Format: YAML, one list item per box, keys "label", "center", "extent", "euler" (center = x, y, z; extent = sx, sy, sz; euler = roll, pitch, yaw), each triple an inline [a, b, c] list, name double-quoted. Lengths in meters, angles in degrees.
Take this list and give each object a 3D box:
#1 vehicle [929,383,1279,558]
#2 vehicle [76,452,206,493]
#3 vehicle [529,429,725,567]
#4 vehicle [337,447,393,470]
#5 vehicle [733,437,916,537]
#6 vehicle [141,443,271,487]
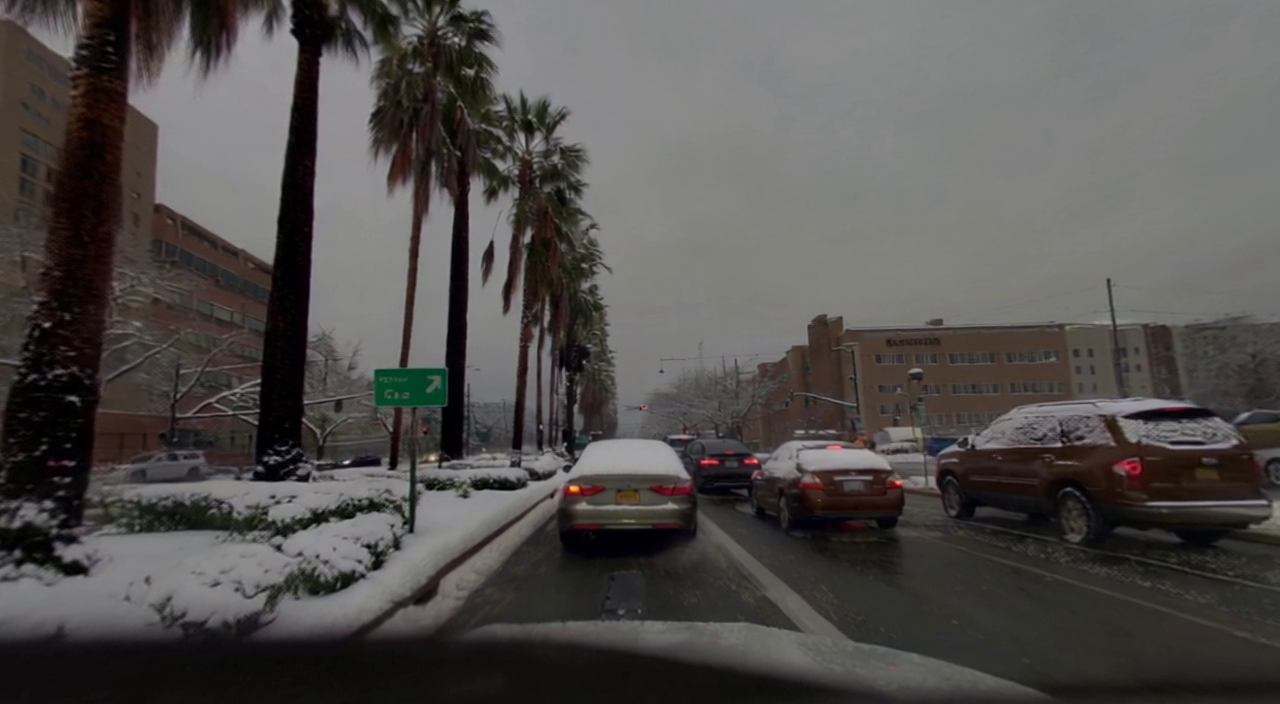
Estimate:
- label: "vehicle"
  center: [7.191, 1.812, 10.354]
  extent: [2.254, 2.072, 5.577]
  euler: [0, -8, 0]
- label: "vehicle"
  center: [-24.008, 5.767, 30.745]
  extent: [2.055, 1.759, 5.200]
  euler: [0, -8, 0]
- label: "vehicle"
  center: [-0.164, 1.913, 9.027]
  extent: [2.158, 1.498, 3.919]
  euler: [0, -8, -1]
- label: "vehicle"
  center: [-20.779, 8.024, 48.009]
  extent: [2.053, 1.631, 4.900]
  euler: [0, -9, 0]
- label: "vehicle"
  center: [3.075, 2.340, 11.673]
  extent: [1.925, 1.451, 4.436]
  euler: [0, -8, -2]
- label: "vehicle"
  center: [-20.454, 5.312, 30.165]
  extent: [2.306, 1.880, 5.537]
  euler: [0, -8, -1]
